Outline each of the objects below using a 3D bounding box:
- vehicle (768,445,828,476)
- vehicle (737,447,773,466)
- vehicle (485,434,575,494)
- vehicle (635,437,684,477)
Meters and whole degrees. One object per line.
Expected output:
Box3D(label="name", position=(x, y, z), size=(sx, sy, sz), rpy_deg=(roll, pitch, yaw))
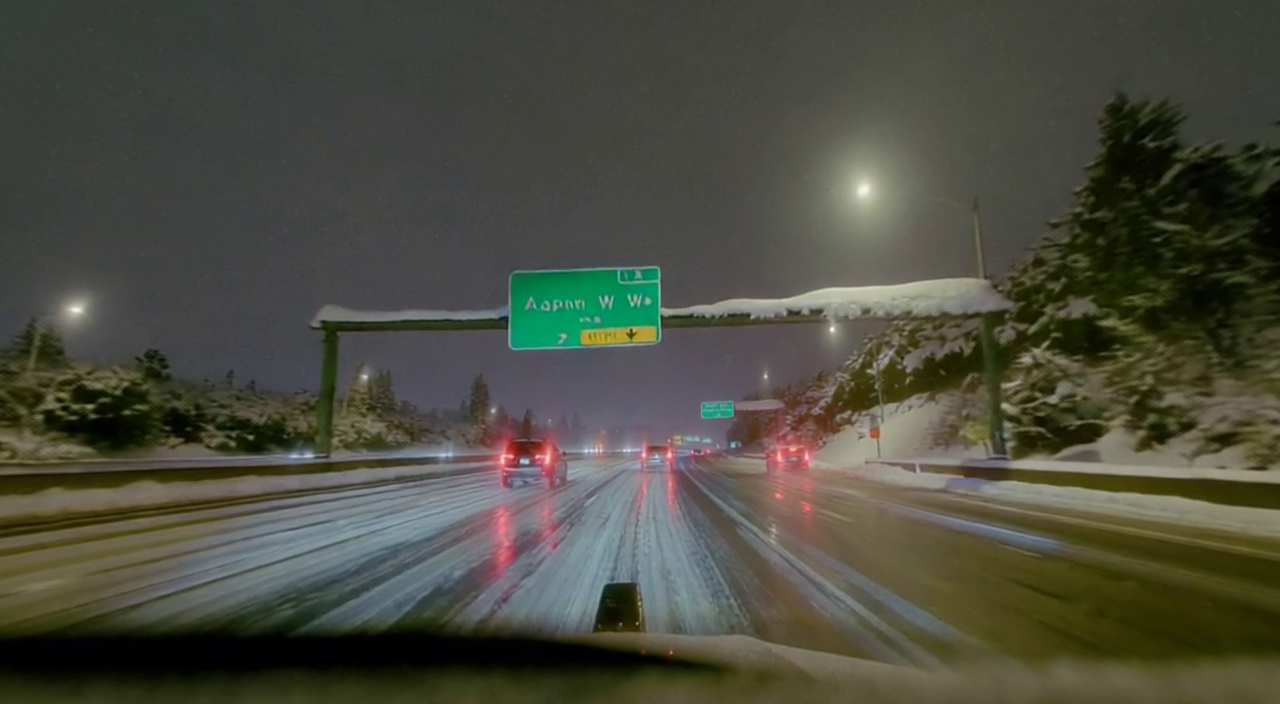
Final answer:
Box3D(label="vehicle", position=(8.071, 5.571, 32.507), size=(1.936, 1.480, 4.373), rpy_deg=(0, -9, 0))
Box3D(label="vehicle", position=(8.876, 8.102, 48.933), size=(2.005, 1.456, 4.287), rpy_deg=(0, -9, 0))
Box3D(label="vehicle", position=(-3.537, 3.706, 21.160), size=(2.142, 1.759, 4.297), rpy_deg=(0, -9, 2))
Box3D(label="vehicle", position=(0.969, 5.250, 31.713), size=(2.270, 1.862, 4.949), rpy_deg=(0, -9, 1))
